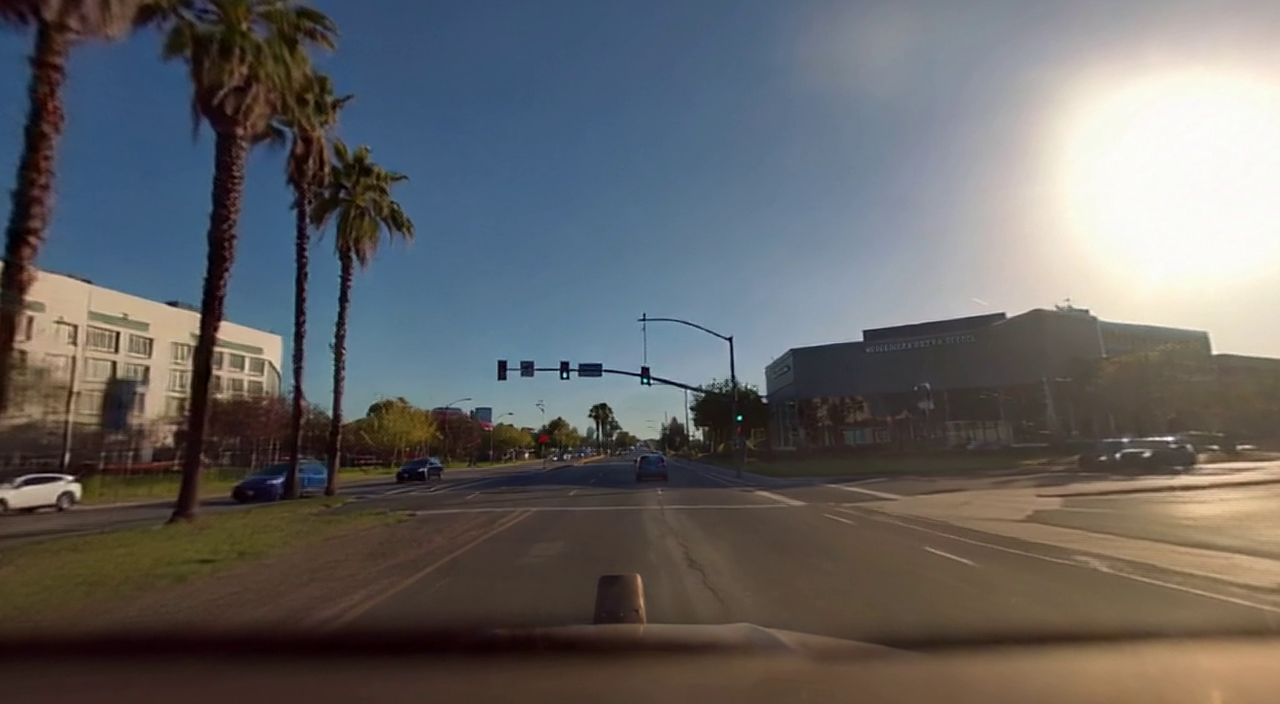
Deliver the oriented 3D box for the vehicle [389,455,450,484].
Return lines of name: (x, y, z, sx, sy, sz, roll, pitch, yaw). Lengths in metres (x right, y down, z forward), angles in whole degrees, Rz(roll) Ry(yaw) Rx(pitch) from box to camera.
vehicle: (-12.412, 6.616, 35.843, 2.033, 1.494, 4.048, 0, -9, -1)

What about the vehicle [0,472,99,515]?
vehicle: (-25.971, 5.922, 26.536, 2.026, 1.540, 4.468, -6, -11, 37)

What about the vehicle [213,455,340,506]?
vehicle: (-12.966, 4.575, 22.962, 2.027, 1.534, 4.779, 0, -9, -4)

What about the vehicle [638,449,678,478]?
vehicle: (0.985, 6.529, 37.155, 1.969, 1.555, 4.431, 0, -9, -3)

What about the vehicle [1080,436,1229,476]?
vehicle: (20.935, 4.246, 26.063, 2.046, 1.481, 4.936, 0, -9, 0)
